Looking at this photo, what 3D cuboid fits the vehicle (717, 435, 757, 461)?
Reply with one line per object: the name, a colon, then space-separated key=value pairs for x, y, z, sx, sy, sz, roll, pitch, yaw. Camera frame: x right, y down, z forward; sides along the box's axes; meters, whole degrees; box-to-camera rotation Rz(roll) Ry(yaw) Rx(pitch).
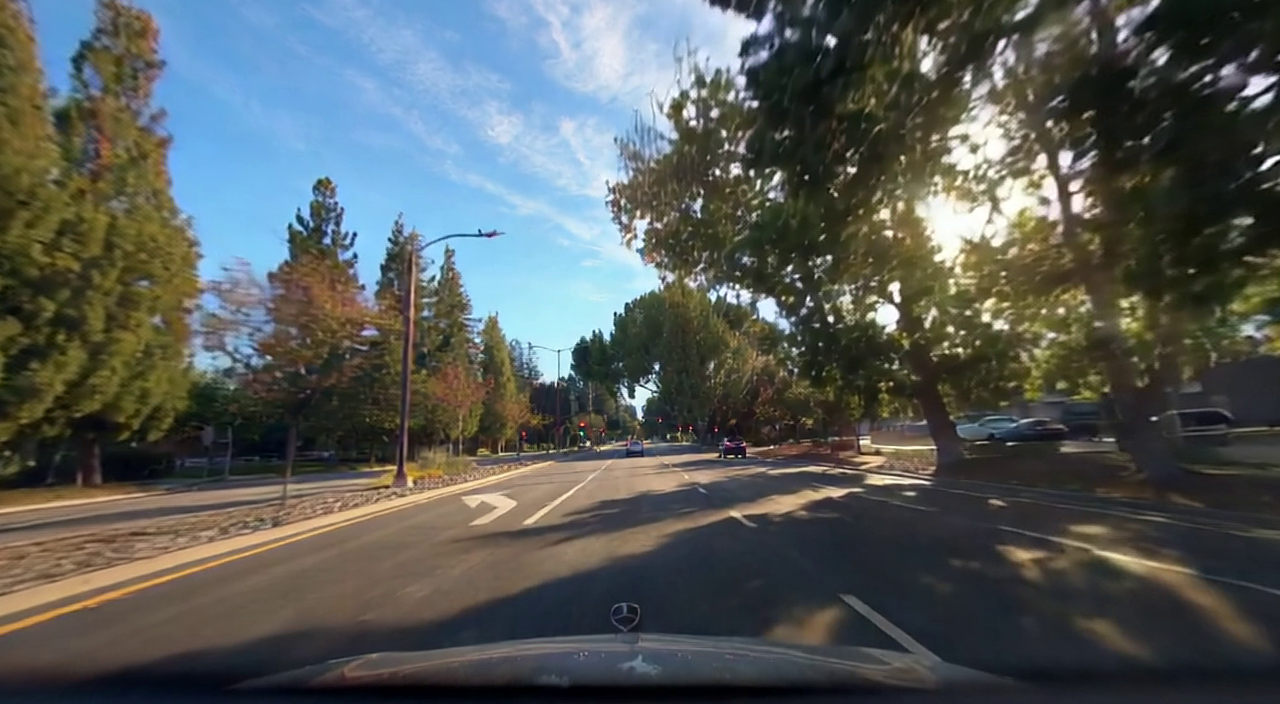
vehicle: x=6.682 y=6.661 z=43.873 sx=2.011 sy=1.710 sz=4.357 roll=0 pitch=-9 yaw=-1
